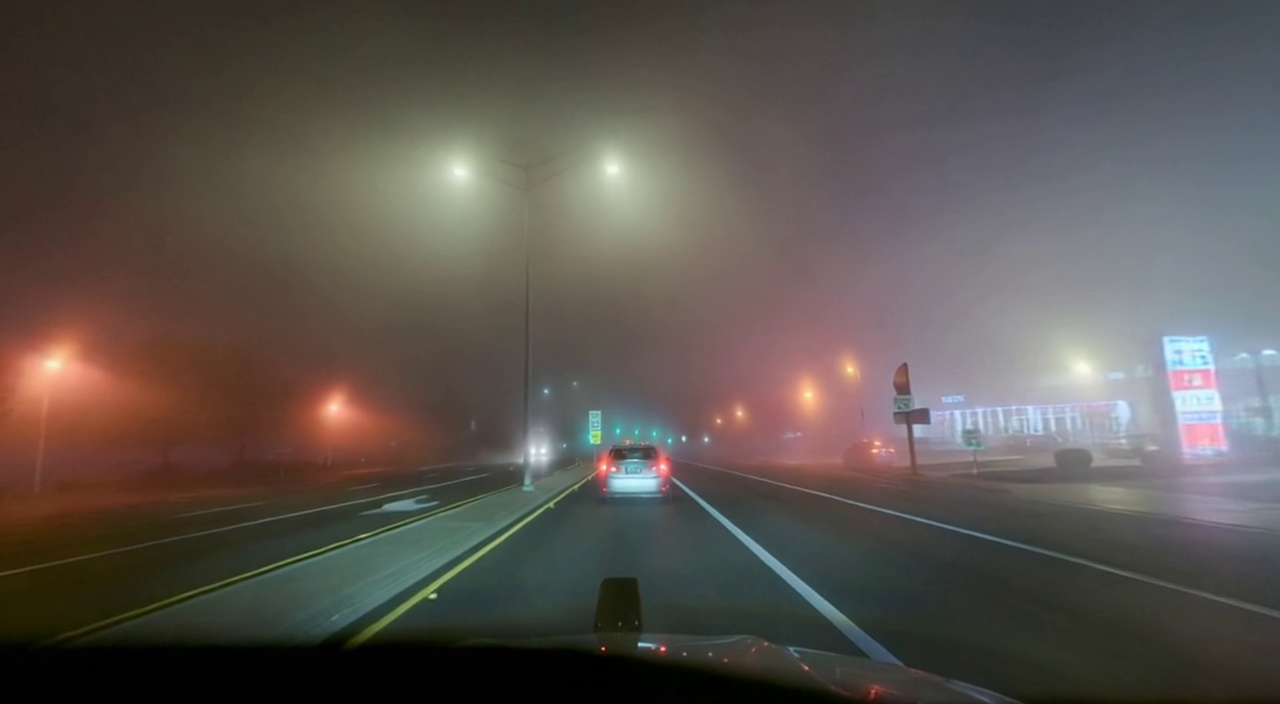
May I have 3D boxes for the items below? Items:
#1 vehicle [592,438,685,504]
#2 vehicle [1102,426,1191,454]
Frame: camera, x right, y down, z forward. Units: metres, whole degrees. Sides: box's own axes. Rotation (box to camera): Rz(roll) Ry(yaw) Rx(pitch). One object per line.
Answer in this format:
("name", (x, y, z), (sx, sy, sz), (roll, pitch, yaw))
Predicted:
("vehicle", (-0.075, 3.020, 16.410), (2.126, 1.475, 3.967), (0, -9, -1))
("vehicle", (32.857, 5.755, 41.025), (1.868, 1.675, 4.527), (0, -9, -3))
